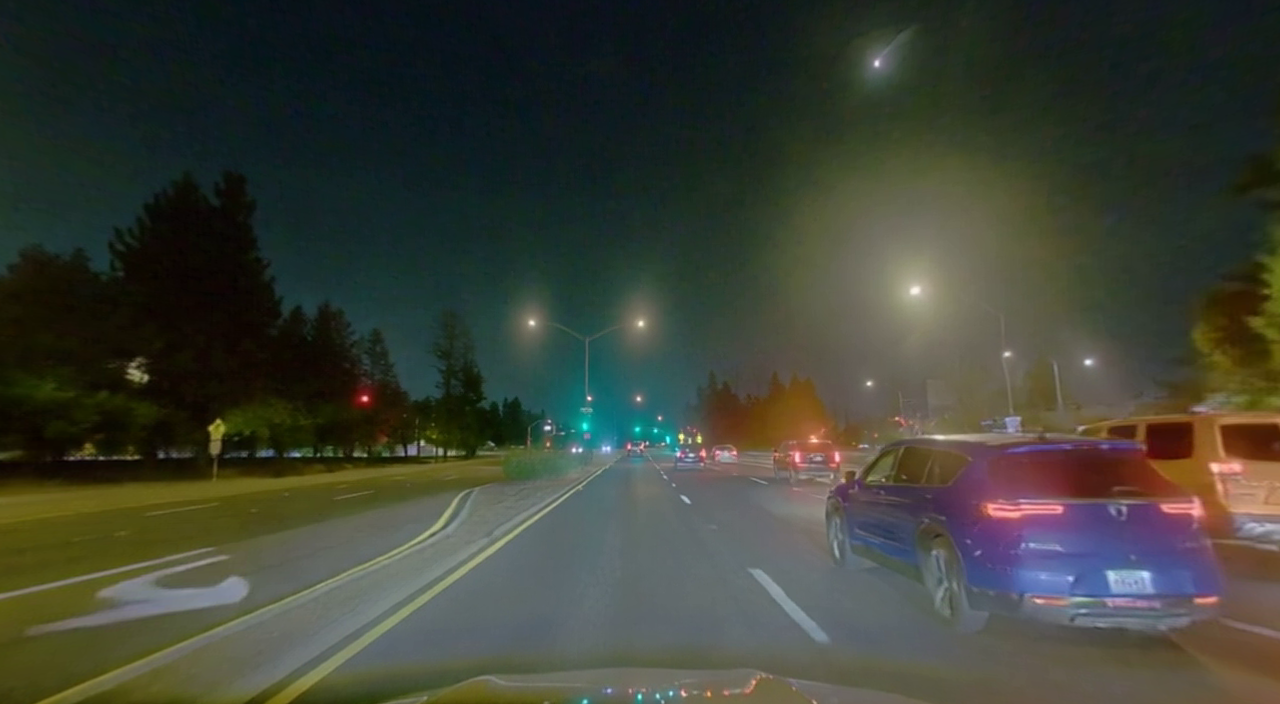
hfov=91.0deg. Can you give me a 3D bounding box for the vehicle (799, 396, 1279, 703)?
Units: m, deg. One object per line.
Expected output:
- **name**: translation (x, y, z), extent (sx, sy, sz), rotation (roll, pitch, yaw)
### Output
- **vehicle**: translation (3.078, 1.363, 5.564), extent (1.932, 1.547, 4.992), rotation (0, -8, -1)

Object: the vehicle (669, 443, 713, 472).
- **vehicle**: translation (2.655, 5.628, 33.807), extent (1.980, 1.484, 4.093), rotation (0, -8, -1)

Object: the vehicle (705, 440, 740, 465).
- **vehicle**: translation (6.291, 7.691, 48.331), extent (1.919, 1.774, 4.720), rotation (0, -8, -1)
